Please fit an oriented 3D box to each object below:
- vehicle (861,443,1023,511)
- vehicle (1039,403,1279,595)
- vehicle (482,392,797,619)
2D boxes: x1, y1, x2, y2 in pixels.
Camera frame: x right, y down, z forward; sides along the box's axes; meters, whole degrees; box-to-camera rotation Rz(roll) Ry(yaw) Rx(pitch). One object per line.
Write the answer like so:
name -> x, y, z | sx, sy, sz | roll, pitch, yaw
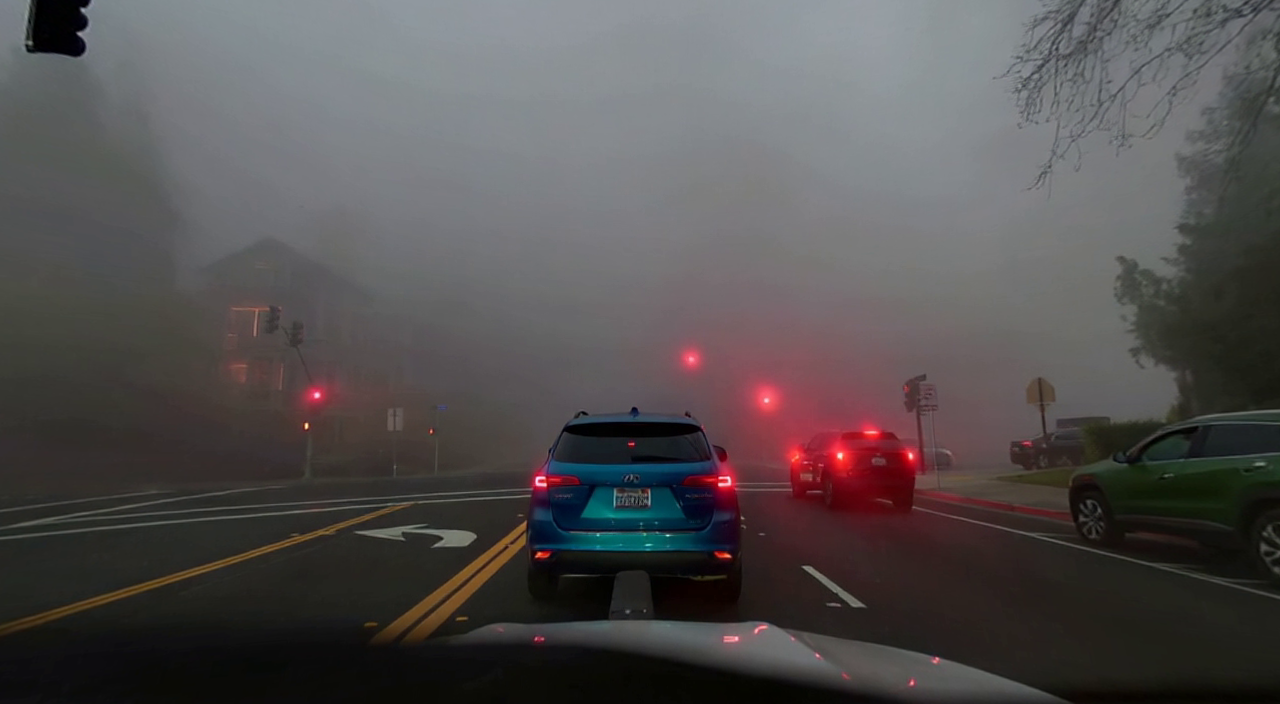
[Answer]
vehicle -> 7.276, 3.012, 15.810 | 1.860, 1.436, 4.479 | 0, -8, 0
vehicle -> 7.016, 1.545, 7.050 | 1.989, 1.791, 4.735 | 0, -8, 0
vehicle -> 0.026, 1.456, 6.923 | 2.322, 1.667, 4.367 | 0, -8, 1
